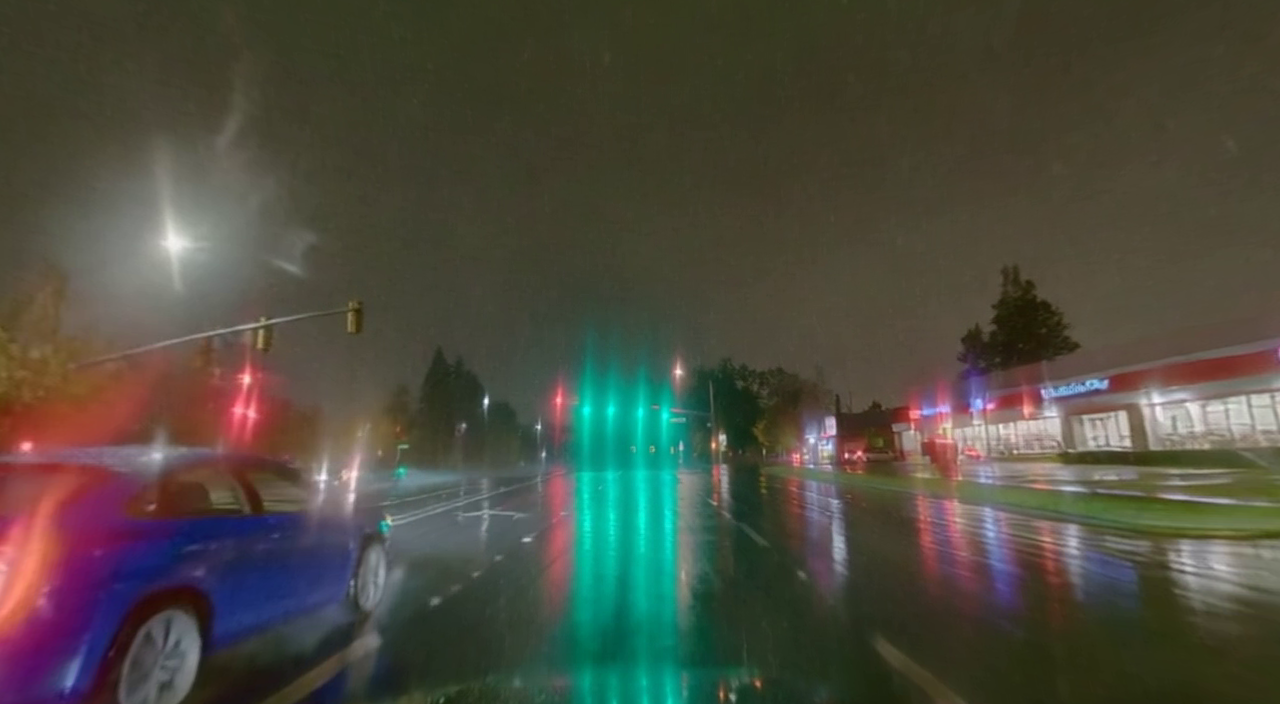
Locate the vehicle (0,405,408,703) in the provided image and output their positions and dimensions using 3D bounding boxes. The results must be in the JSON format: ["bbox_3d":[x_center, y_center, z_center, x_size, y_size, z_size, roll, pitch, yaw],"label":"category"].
[{"bbox_3d":[-3.008,1.047,2.887,2.082,1.460,4.636,0,-8,1],"label":"vehicle"}]
